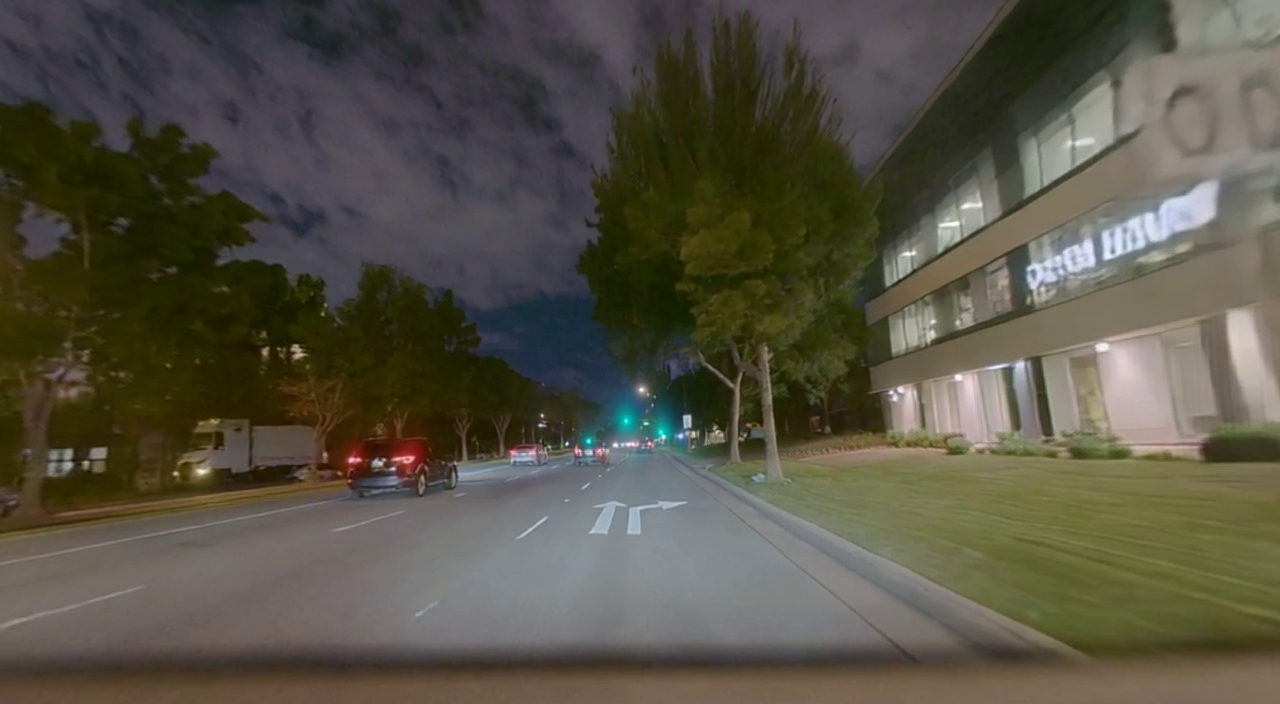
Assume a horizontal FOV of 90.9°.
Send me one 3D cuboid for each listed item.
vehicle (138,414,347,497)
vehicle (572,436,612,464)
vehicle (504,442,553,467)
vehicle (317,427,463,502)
[{"bbox_3d":[-21.744,5.818,36.478,3.033,3.777,14.652,0,-8,-2],"label":"vehicle"},{"bbox_3d":[-2.956,6.093,39.384,2.100,1.661,3.837,0,-8,1],"label":"vehicle"},{"bbox_3d":[-6.702,6.187,38.380,2.072,1.427,4.328,0,-8,1],"label":"vehicle"},{"bbox_3d":[-6.866,3.129,18.050,2.137,1.835,4.844,0,-8,1],"label":"vehicle"}]
